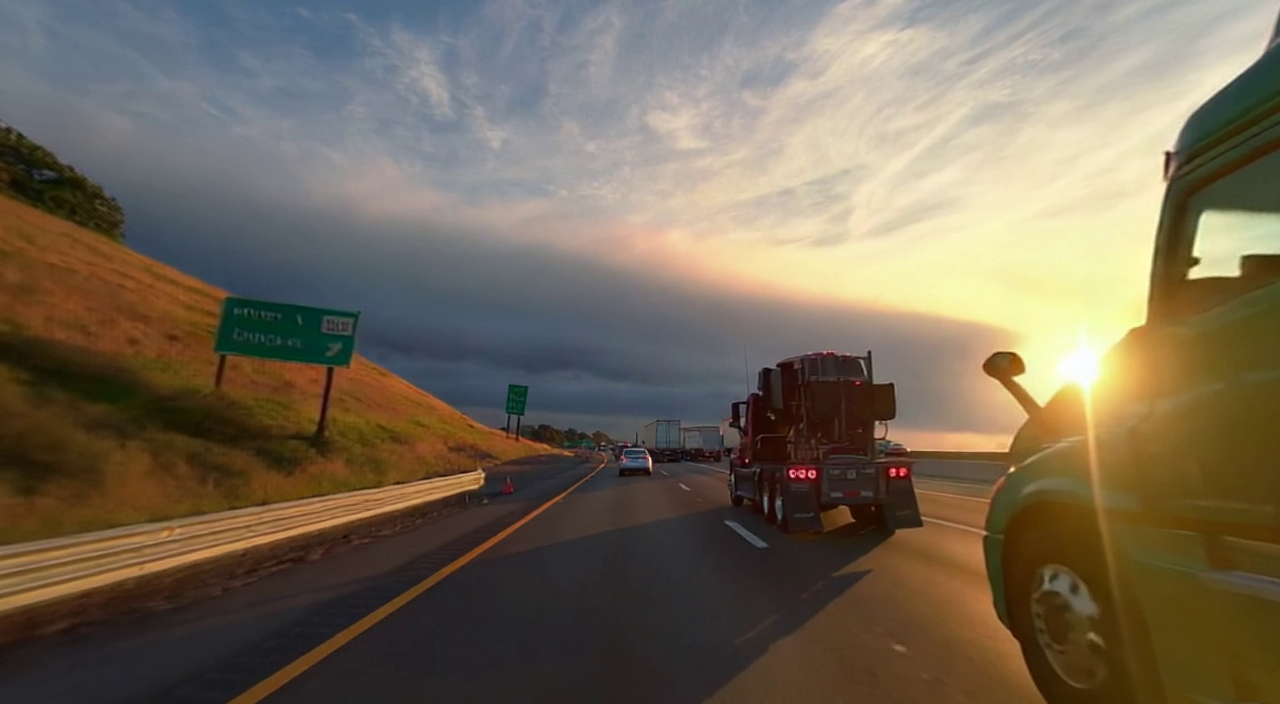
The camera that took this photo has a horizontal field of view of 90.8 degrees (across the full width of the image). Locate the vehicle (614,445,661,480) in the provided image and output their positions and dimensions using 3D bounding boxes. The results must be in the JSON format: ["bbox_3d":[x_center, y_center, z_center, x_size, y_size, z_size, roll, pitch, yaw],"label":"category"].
[{"bbox_3d":[-0.131,4.875,27.989,1.927,1.437,3.794,0,-9,0],"label":"vehicle"}]

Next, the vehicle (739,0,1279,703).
[{"bbox_3d":[3.613,0.377,6.838,2.874,4.065,14.243,0,-9,0],"label":"vehicle"}]
